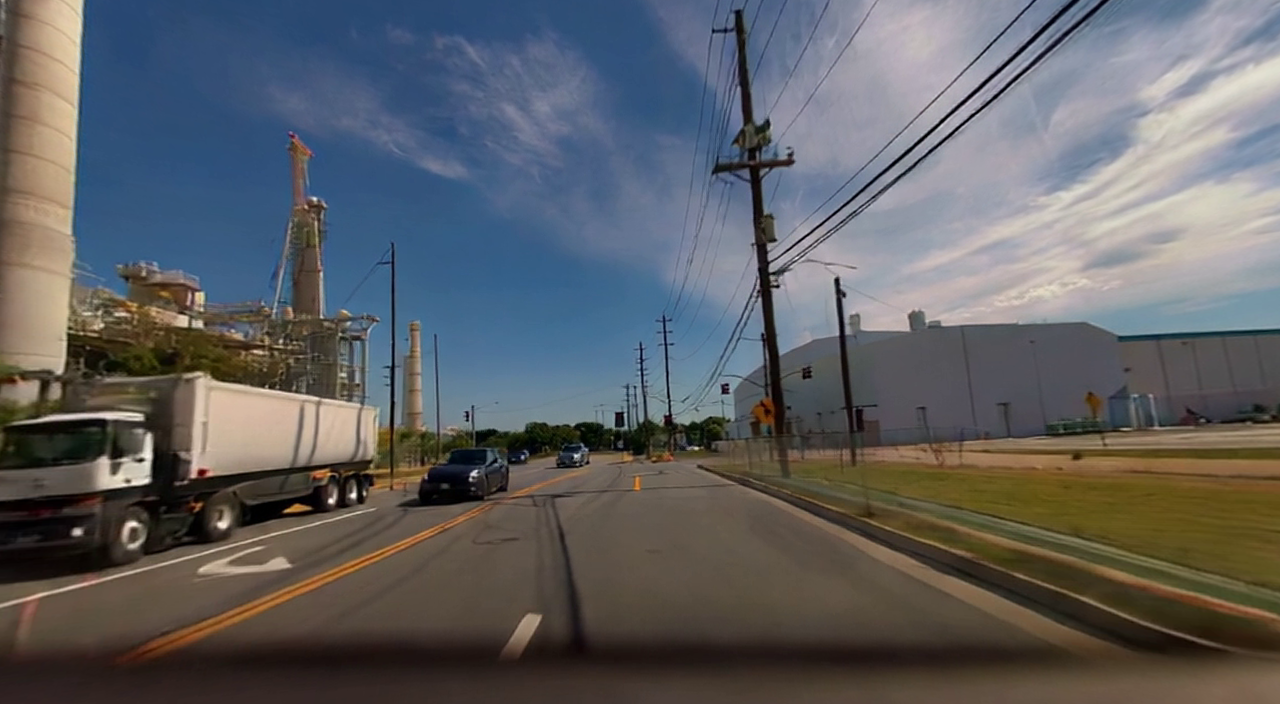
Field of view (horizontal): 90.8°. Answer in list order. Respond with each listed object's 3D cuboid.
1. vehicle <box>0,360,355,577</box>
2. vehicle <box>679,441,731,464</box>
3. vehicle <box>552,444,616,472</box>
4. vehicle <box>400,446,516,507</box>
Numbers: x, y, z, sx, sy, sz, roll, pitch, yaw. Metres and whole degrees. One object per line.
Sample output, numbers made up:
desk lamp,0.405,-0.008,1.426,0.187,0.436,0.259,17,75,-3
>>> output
vehicle,-8.987,2.274,13.175,2.905,3.133,7.675,-1,-9,-4
vehicle,4.443,6.756,42.690,2.053,1.477,4.218,-6,-10,27
vehicle,-3.436,6.607,39.664,1.944,1.645,4.701,-5,-10,24
vehicle,-5.045,3.490,18.248,2.117,1.484,4.544,-1,-9,-2
